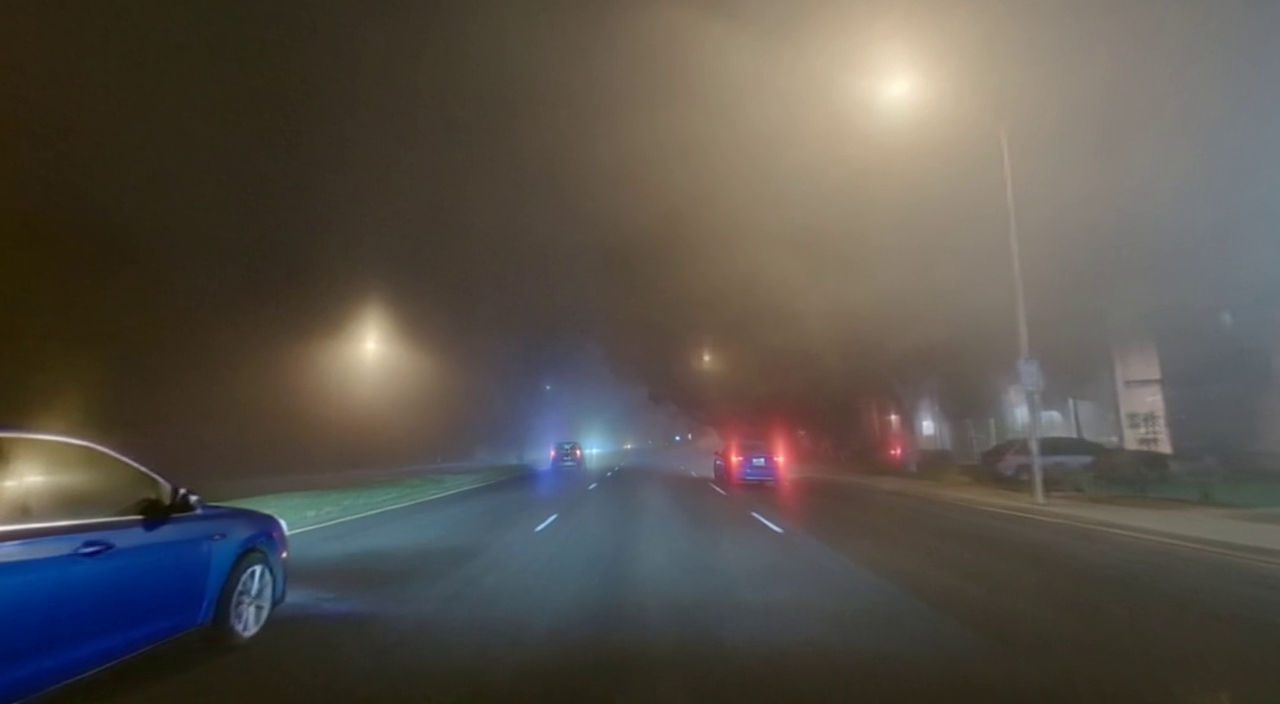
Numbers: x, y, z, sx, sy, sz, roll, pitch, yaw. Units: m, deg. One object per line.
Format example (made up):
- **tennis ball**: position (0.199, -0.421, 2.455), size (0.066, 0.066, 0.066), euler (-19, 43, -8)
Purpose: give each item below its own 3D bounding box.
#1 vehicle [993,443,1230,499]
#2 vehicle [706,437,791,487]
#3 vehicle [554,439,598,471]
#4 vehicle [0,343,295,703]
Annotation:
- **vehicle**: position (12.559, 3.164, 17.043), size (4.757, 1.327, 2.062), euler (0, -7, -1)
- **vehicle**: position (3.489, 3.632, 21.188), size (2.083, 1.474, 4.360), euler (0, -8, 0)
- **vehicle**: position (-3.417, 5.563, 34.339), size (2.113, 1.626, 4.129), euler (0, -8, -2)
- **vehicle**: position (-3.574, 0.789, 2.203), size (2.023, 1.720, 4.741), euler (0, -8, 0)
